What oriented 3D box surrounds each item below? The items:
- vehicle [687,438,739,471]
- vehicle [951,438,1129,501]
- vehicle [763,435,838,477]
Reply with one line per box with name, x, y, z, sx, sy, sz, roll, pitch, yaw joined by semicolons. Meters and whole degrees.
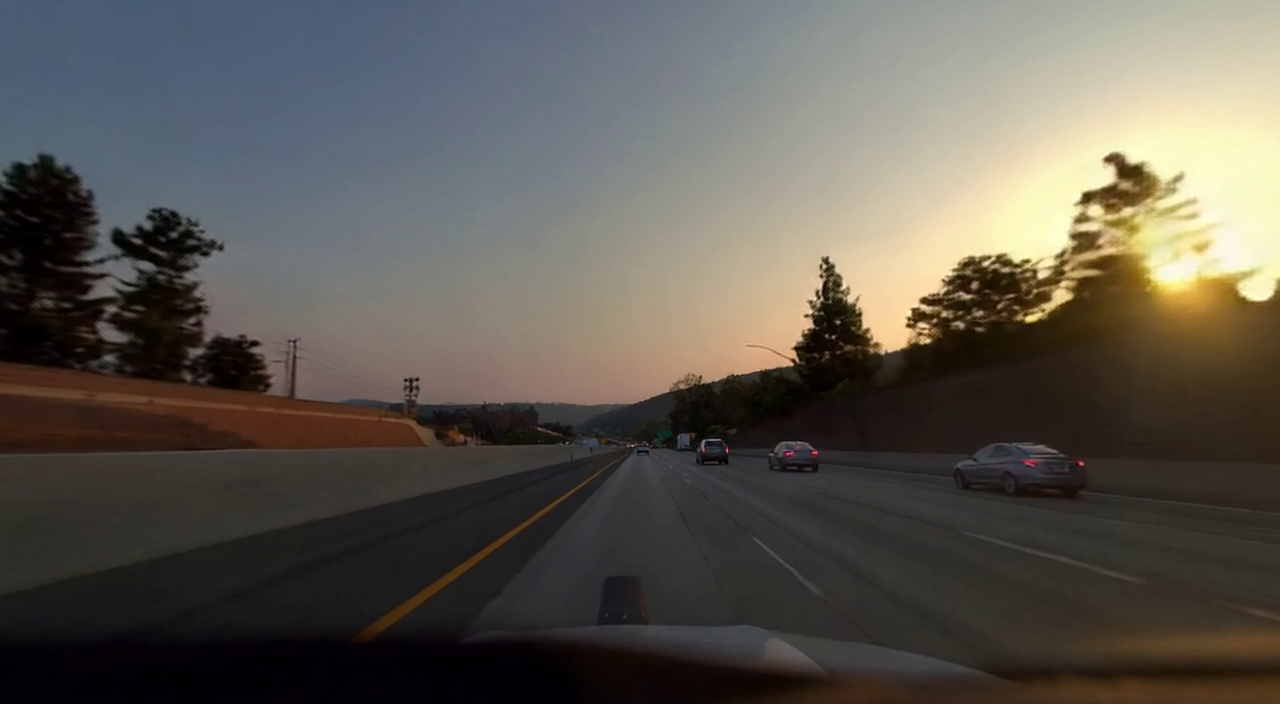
vehicle;3.909;5.590;34.541;2.326;1.644;4.206;0;-9;0
vehicle;10.740;3.170;17.431;1.970;1.479;4.480;0;-9;0
vehicle;7.227;4.744;28.944;2.178;1.749;4.570;0;-9;-1
